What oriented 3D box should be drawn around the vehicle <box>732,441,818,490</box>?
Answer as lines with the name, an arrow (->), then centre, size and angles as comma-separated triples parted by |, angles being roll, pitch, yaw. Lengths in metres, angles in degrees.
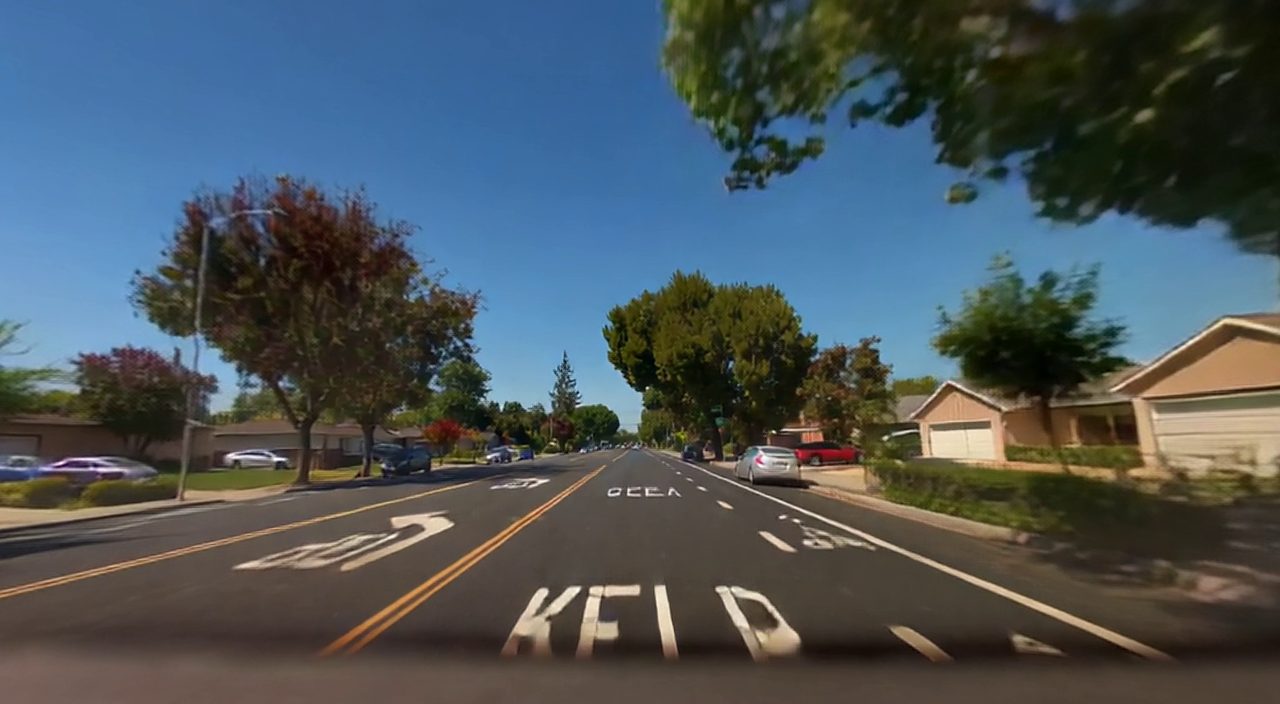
vehicle -> 4.465, 3.794, 21.573 | 1.970, 1.455, 4.233 | 0, -8, -1

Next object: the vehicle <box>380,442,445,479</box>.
vehicle -> -12.932, 6.132, 36.161 | 2.049, 1.782, 4.460 | -4, -7, 0

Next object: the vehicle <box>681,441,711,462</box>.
vehicle -> 4.346, 7.832, 49.878 | 1.925, 1.482, 4.746 | 0, -8, 0

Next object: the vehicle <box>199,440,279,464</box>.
vehicle -> -26.800, 6.705, 42.343 | 4.073, 1.502, 1.822 | -1, -8, -2

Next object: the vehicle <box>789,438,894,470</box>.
vehicle -> 9.940, 5.029, 31.394 | 4.501, 1.502, 1.975 | 0, -8, -1

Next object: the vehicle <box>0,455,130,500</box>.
vehicle -> -21.553, 4.504, 22.833 | 4.413, 1.477, 2.100 | 0, -8, 1

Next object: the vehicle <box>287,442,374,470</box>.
vehicle -> -20.525, 6.905, 42.098 | 4.744, 1.752, 2.008 | 1, -8, -7
